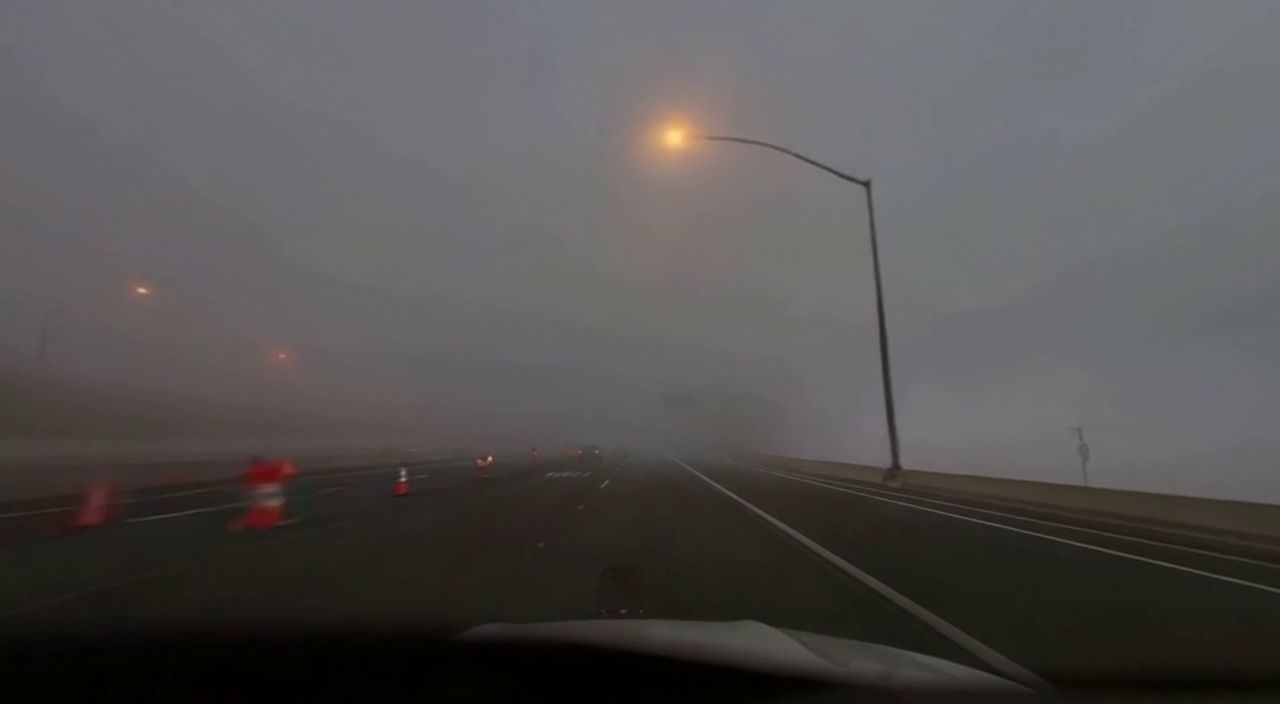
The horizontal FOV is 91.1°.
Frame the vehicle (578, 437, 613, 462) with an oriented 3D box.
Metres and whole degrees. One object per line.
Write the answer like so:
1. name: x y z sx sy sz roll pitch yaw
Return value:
1. vehicle: -3.042 6.779 43.667 2.078 1.629 4.059 0 -8 1
